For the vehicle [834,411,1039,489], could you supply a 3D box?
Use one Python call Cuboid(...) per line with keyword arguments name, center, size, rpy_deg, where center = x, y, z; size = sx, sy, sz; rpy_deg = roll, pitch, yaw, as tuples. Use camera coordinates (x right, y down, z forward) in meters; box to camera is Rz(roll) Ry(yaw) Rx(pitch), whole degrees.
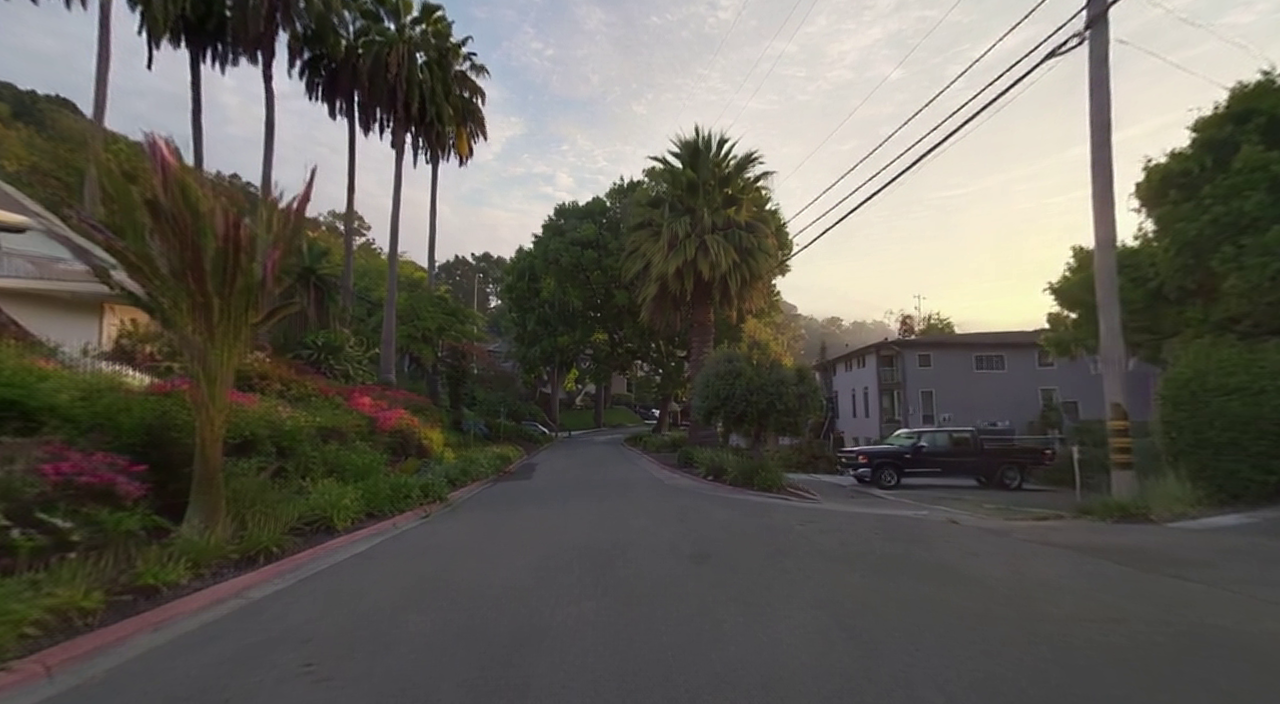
Cuboid(name="vehicle", center=(8.671, 2.926, 18.404), size=(5.663, 1.913, 2.170), rpy_deg=(6, -10, -23))
